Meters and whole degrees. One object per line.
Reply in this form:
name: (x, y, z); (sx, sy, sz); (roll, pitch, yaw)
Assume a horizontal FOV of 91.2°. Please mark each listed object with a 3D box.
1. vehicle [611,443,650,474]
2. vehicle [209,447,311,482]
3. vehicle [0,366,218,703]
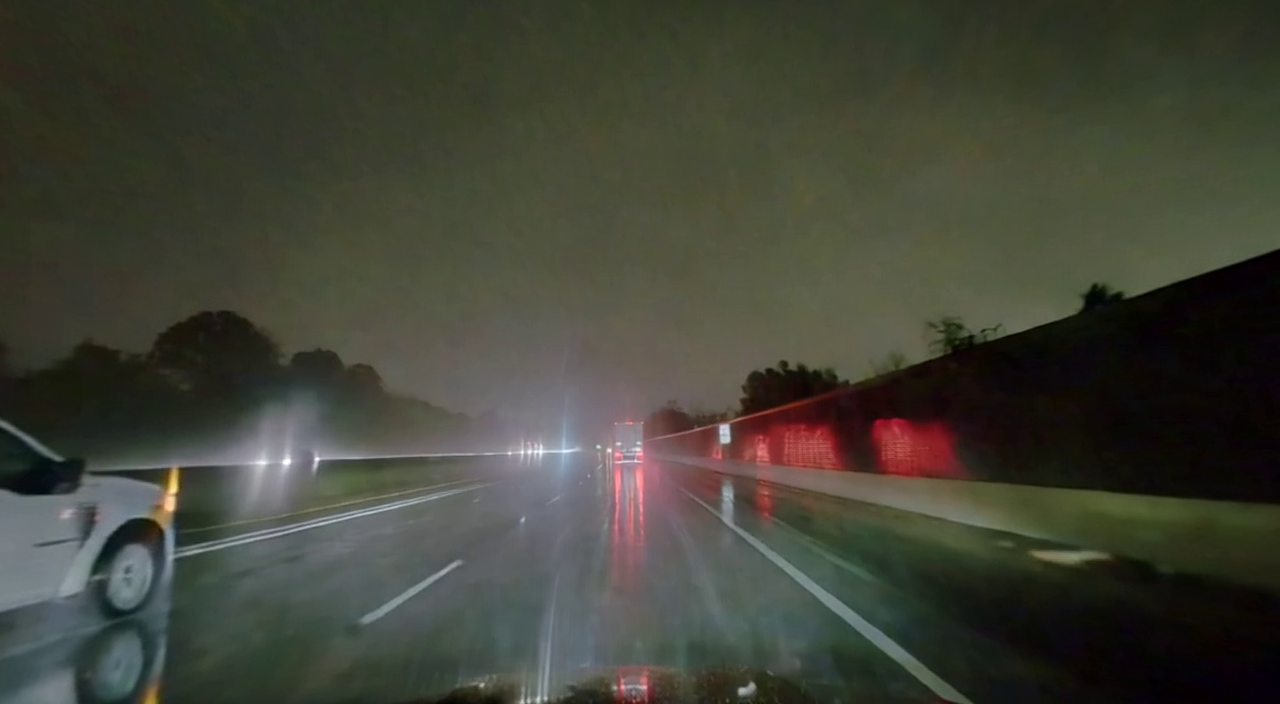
vehicle: (-0.597, 6.425, 37.863); (2.230, 1.715, 4.243); (0, -9, -1)
vehicle: (-17.849, 5.290, 29.740); (1.937, 1.513, 4.686); (0, -9, -1)
vehicle: (-4.022, 0.757, 1.916); (2.181, 1.653, 4.691); (0, -9, 0)
